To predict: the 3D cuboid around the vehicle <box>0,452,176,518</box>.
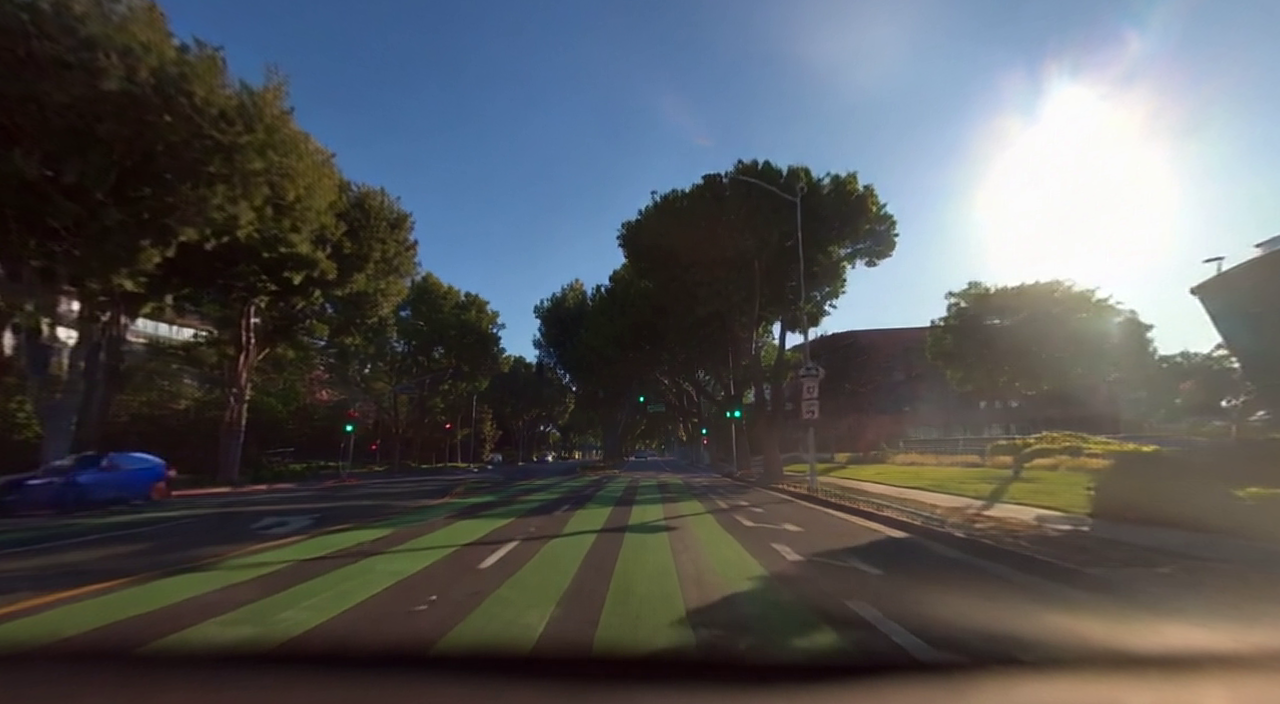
[{"bbox_3d":[-15.694,3.603,17.671,1.910,1.544,4.387,0,-8,3],"label":"vehicle"}]
